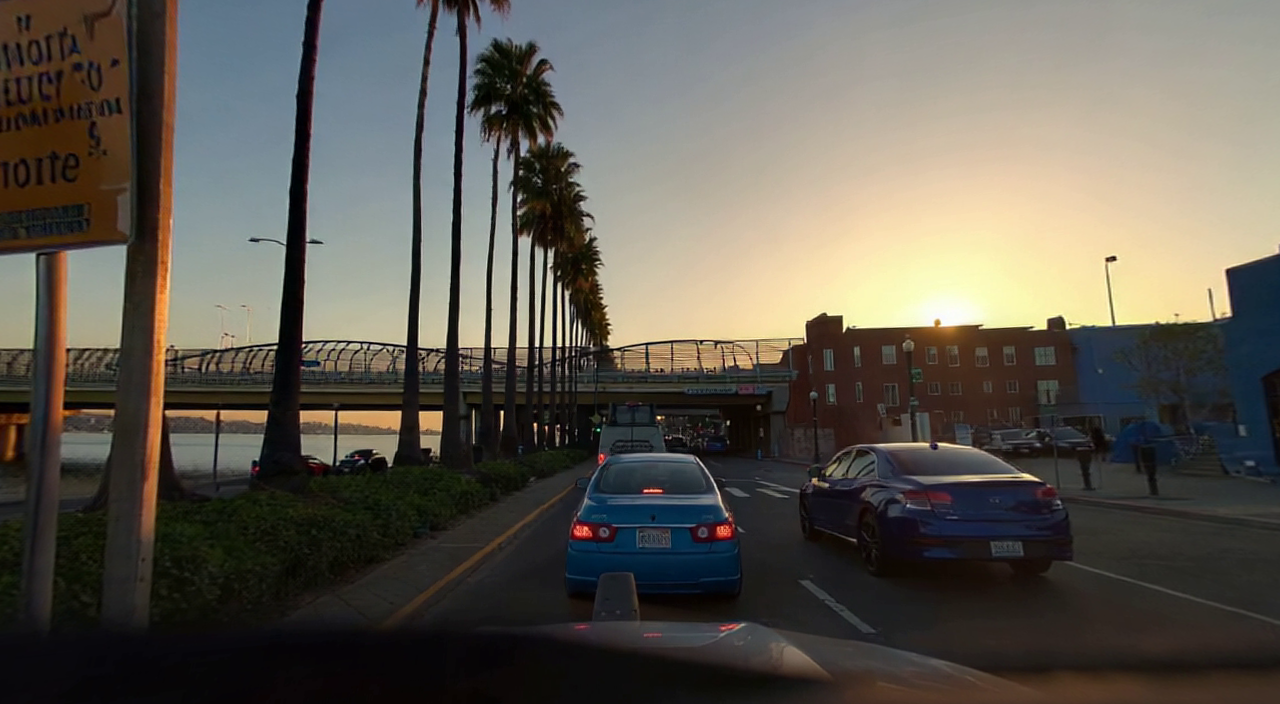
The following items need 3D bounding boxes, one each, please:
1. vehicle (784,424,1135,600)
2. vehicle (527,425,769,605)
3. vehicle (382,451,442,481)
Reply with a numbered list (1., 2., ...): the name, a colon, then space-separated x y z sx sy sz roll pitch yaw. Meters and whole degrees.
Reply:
1. vehicle: 3.267 1.717 7.716 1.920 1.490 4.417 0 -9 -1
2. vehicle: 0.061 1.669 7.276 2.048 1.503 3.681 0 -9 0
3. vehicle: -14.954 7.468 41.679 2.104 1.802 4.852 0 -9 0
